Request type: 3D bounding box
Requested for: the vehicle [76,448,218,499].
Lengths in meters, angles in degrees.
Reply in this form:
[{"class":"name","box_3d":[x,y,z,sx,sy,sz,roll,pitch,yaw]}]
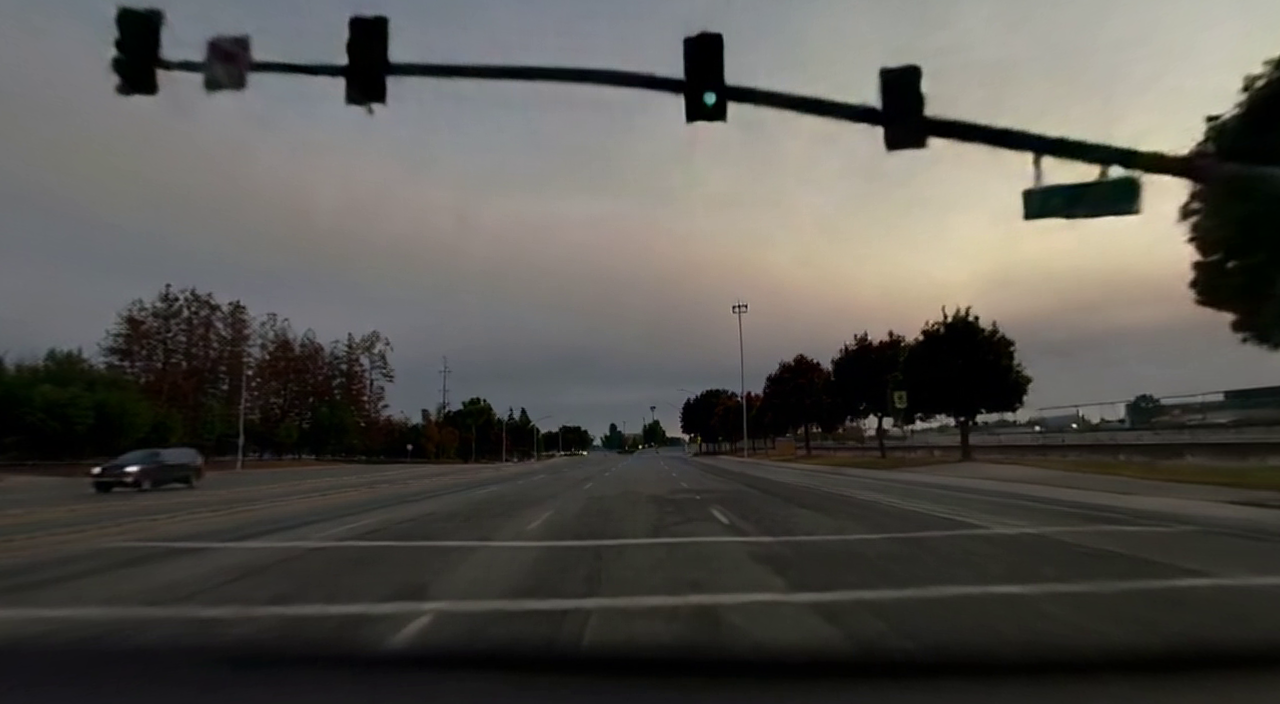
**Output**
[{"class":"vehicle","box_3d":[-18.738,4.594,24.342,1.976,1.704,4.316,0,-8,-1]}]
